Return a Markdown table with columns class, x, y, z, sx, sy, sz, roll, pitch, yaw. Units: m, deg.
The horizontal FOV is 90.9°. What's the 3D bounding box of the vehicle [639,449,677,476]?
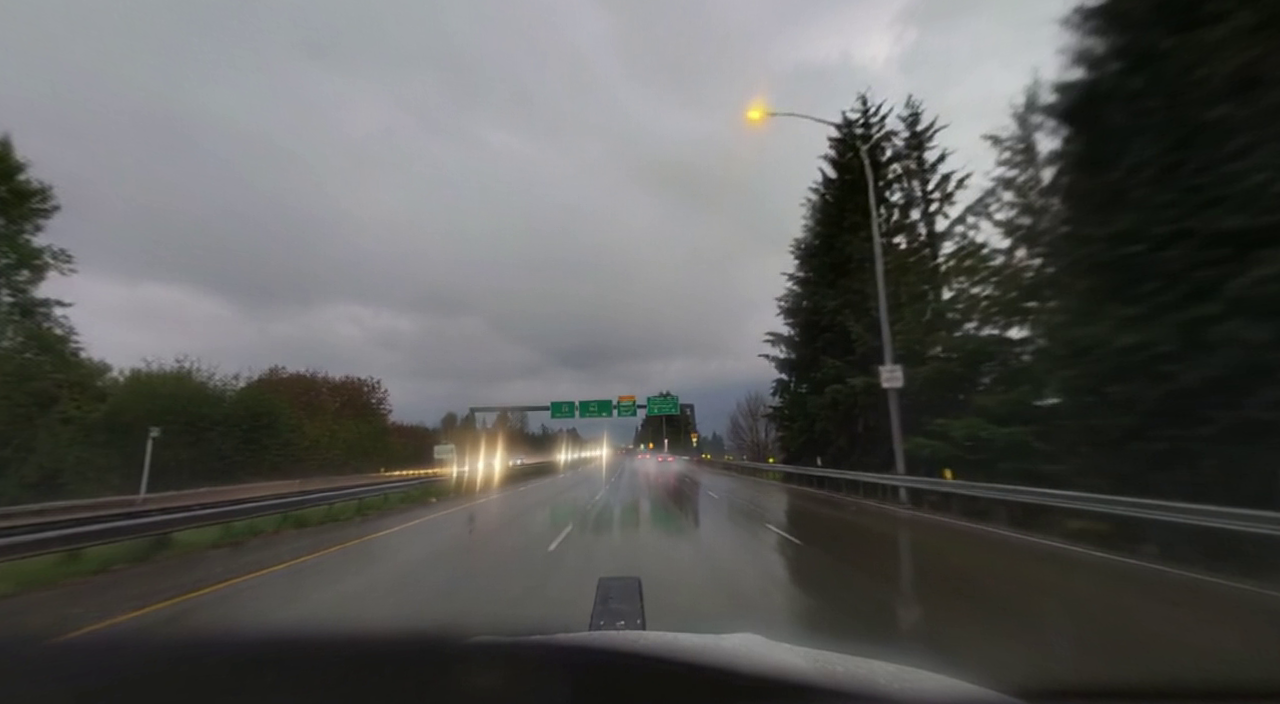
| class | x | y | z | sx | sy | sz | roll | pitch | yaw |
| --- | --- | --- | --- | --- | --- | --- | --- | --- | --- |
| vehicle | 0.994 | 6.379 | 36.569 | 2.036 | 1.457 | 3.471 | 0 | -9 | -1 |
